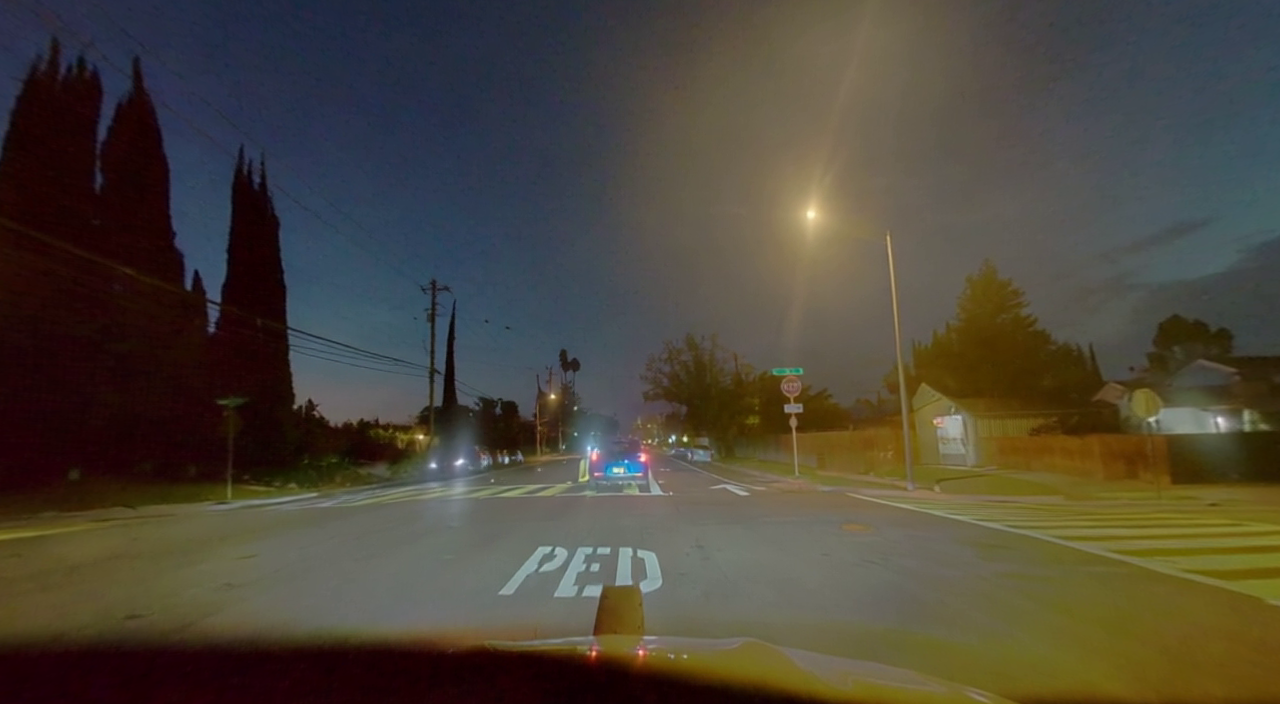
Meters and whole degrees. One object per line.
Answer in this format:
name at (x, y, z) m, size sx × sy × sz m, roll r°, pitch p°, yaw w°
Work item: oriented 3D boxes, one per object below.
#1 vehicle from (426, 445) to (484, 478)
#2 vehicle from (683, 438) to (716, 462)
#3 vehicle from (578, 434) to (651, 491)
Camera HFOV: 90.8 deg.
vehicle at (-9.152, 5.434, 31.559) m, size 1.934 × 1.506 × 4.032 m, roll 1°, pitch -9°, yaw -4°
vehicle at (4.440, 7.413, 47.740) m, size 2.101 × 1.744 × 4.466 m, roll 0°, pitch -9°, yaw 1°
vehicle at (-0.661, 3.148, 18.258) m, size 1.877 × 1.448 × 3.830 m, roll 0°, pitch -9°, yaw 0°
